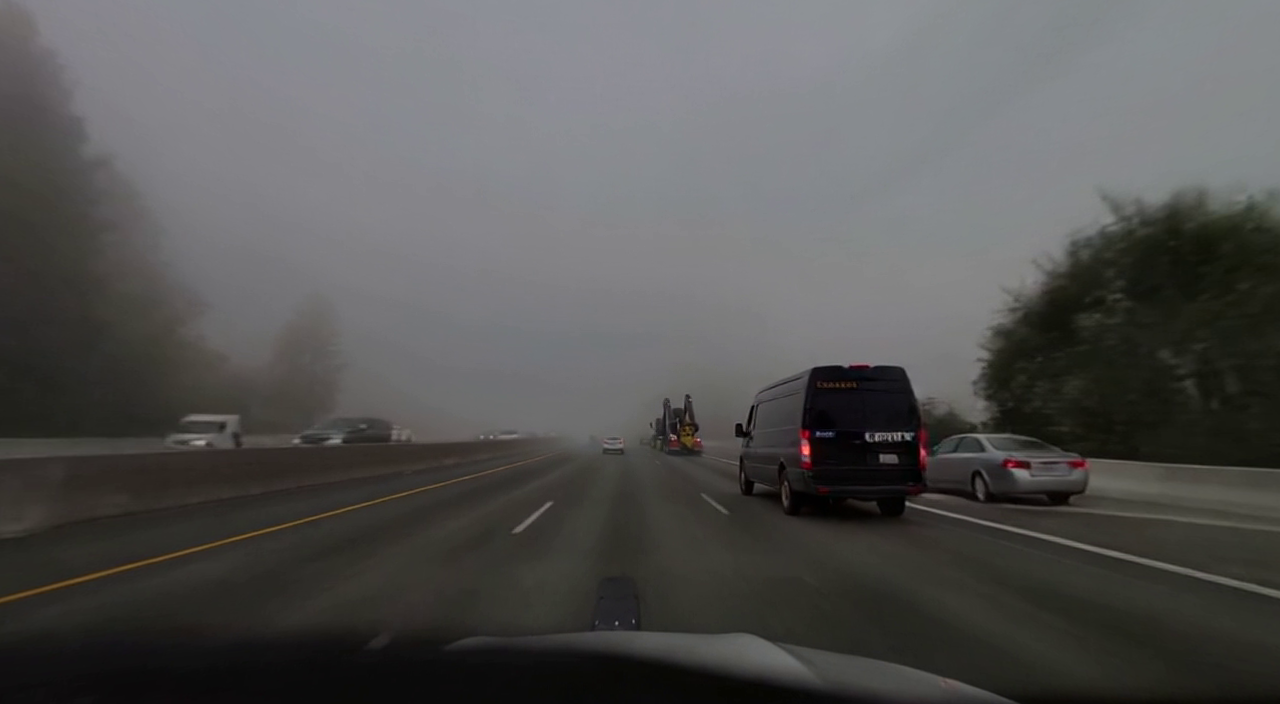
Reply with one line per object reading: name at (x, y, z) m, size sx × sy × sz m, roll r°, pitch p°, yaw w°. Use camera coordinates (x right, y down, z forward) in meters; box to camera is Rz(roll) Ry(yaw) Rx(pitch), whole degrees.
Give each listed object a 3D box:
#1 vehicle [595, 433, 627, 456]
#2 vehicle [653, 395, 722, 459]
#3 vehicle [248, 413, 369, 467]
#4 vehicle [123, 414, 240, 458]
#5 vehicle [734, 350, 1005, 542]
vehicle at (-2.076, 6.623, 45.228) m, size 2.217 × 1.502 × 4.222 m, roll 0°, pitch -8°, yaw -2°
vehicle at (2.894, 5.052, 41.772) m, size 2.912 × 3.738 × 10.123 m, roll 0°, pitch -8°, yaw -5°
vehicle at (-11.491, 3.090, 22.257) m, size 2.046 × 1.697 × 4.190 m, roll 0°, pitch -8°, yaw -1°
vehicle at (-22.576, 4.188, 31.347) m, size 2.076 × 1.998 × 5.184 m, roll 0°, pitch -8°, yaw -3°
vehicle at (3.449, 1.609, 11.257) m, size 2.386 × 2.509 × 5.880 m, roll 0°, pitch -8°, yaw -2°
